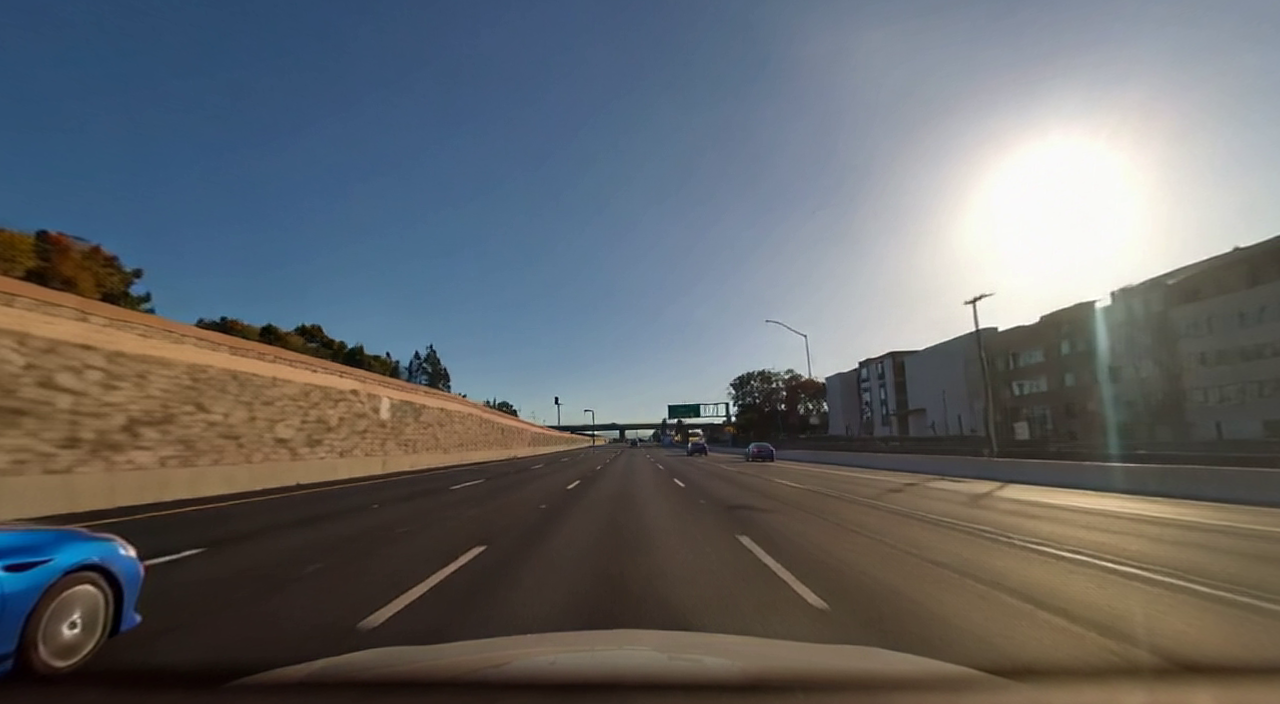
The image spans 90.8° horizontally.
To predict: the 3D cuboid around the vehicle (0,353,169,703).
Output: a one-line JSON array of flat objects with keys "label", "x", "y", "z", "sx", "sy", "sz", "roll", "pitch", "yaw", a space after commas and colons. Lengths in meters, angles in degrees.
[{"label": "vehicle", "x": -3.791, "y": 0.642, "z": 1.472, "sx": 2.070, "sy": 1.641, "sz": 4.315, "roll": 0, "pitch": -8, "yaw": -1}]
